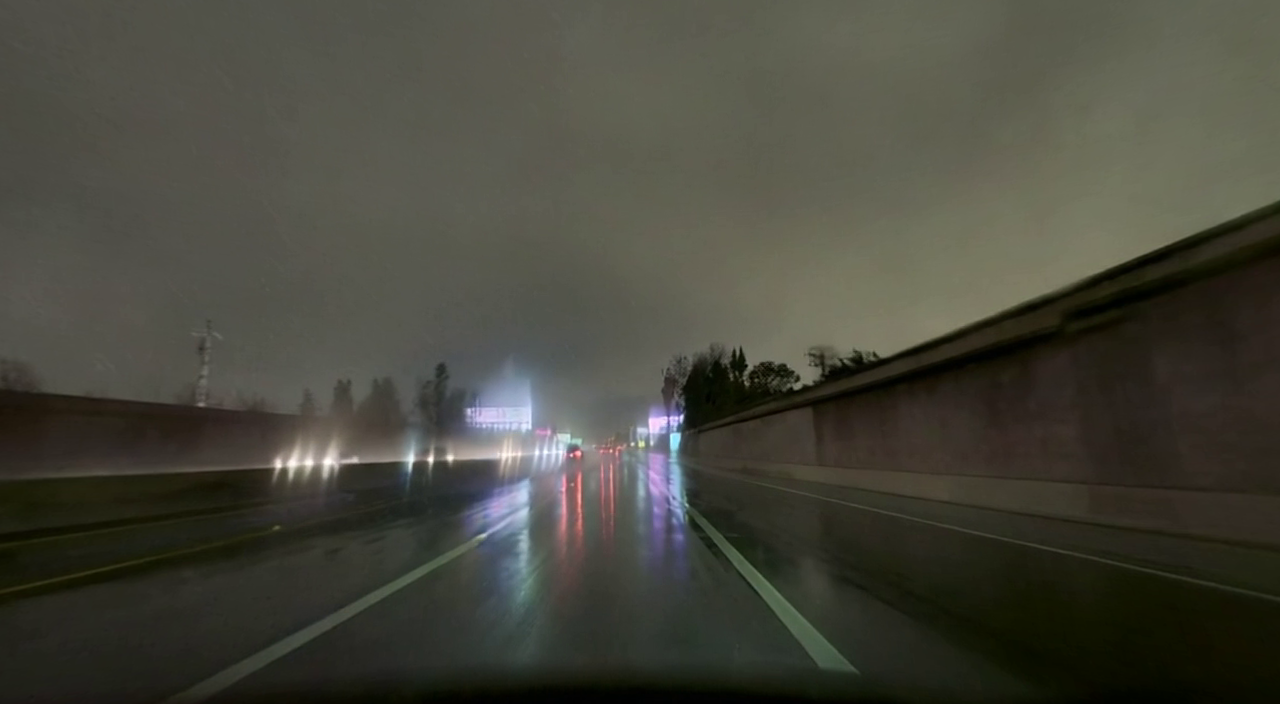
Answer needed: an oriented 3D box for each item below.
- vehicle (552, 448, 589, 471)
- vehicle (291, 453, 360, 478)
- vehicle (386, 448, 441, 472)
[{"bbox_3d":[-4.764,7.423,43.885,2.078,1.457,4.648,0,-8,0],"label":"vehicle"},{"bbox_3d":[-18.754,6.762,37.914,1.988,1.328,4.244,0,-9,0],"label":"vehicle"},{"bbox_3d":[-15.914,7.599,44.690,2.260,1.515,4.498,0,-8,0],"label":"vehicle"}]
